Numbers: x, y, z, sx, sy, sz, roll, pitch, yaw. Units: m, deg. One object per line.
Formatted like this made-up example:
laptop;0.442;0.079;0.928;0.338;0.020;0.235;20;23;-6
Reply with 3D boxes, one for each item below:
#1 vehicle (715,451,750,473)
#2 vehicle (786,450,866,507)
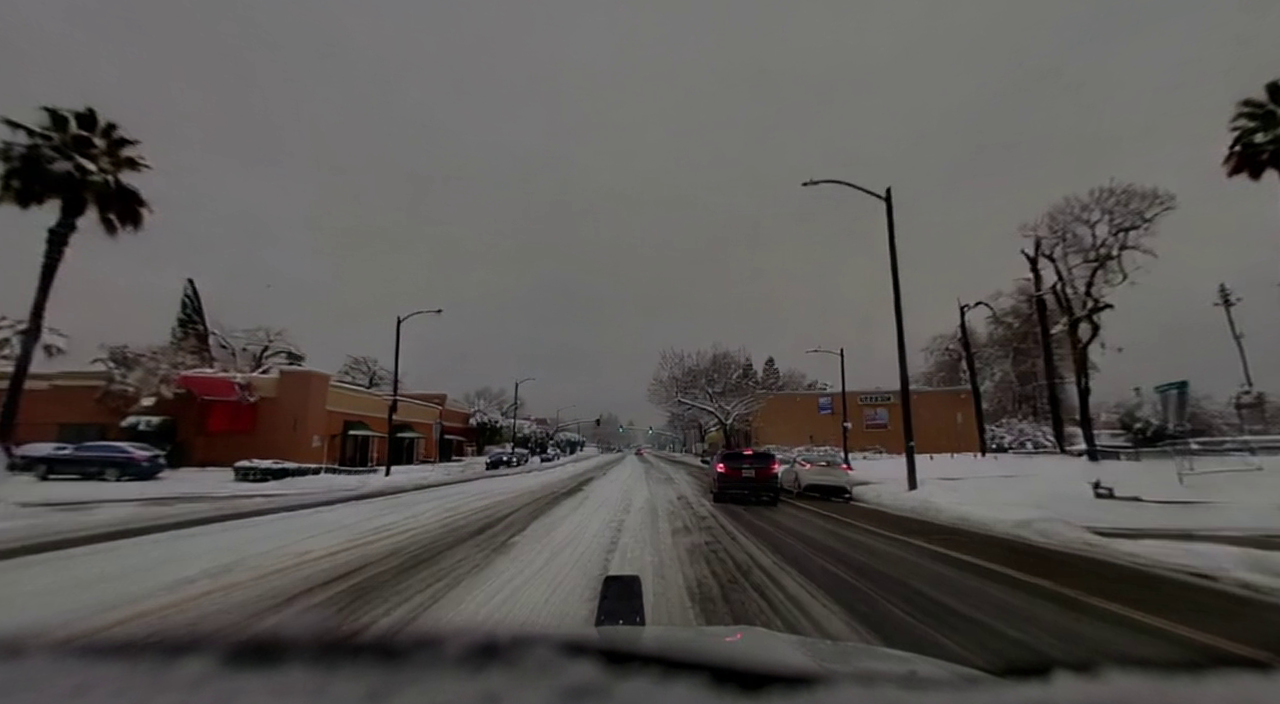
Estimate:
vehicle;6.777;8.092;46.781;1.840;1.503;4.760;0;-8;-1
vehicle;5.742;3.805;19.568;2.067;1.477;4.653;-2;-9;16
